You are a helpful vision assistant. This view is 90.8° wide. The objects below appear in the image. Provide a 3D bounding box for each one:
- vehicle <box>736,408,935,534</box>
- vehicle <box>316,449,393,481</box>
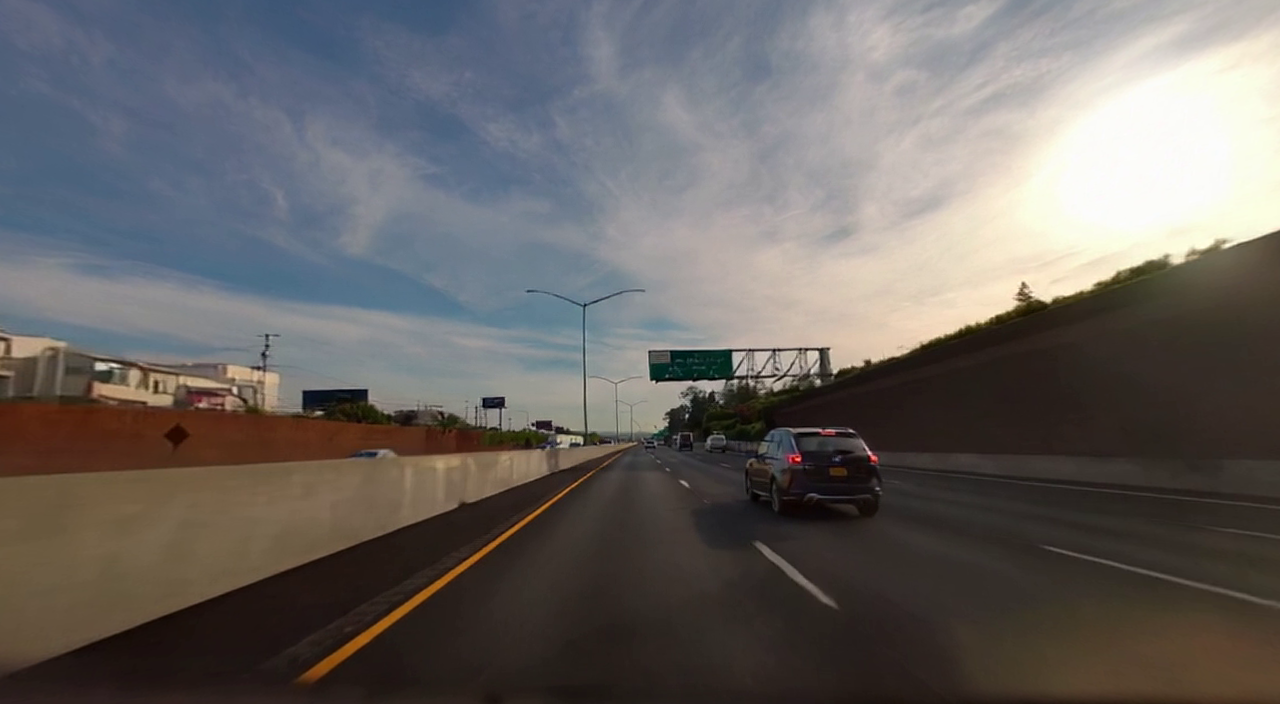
[{"bbox_3d":[3.035,1.973,10.992,1.973,1.710,4.476,0,-9,-1],"label":"vehicle"},{"bbox_3d":[-14.460,5.698,32.275,1.831,1.457,4.500,-1,-9,0],"label":"vehicle"}]
